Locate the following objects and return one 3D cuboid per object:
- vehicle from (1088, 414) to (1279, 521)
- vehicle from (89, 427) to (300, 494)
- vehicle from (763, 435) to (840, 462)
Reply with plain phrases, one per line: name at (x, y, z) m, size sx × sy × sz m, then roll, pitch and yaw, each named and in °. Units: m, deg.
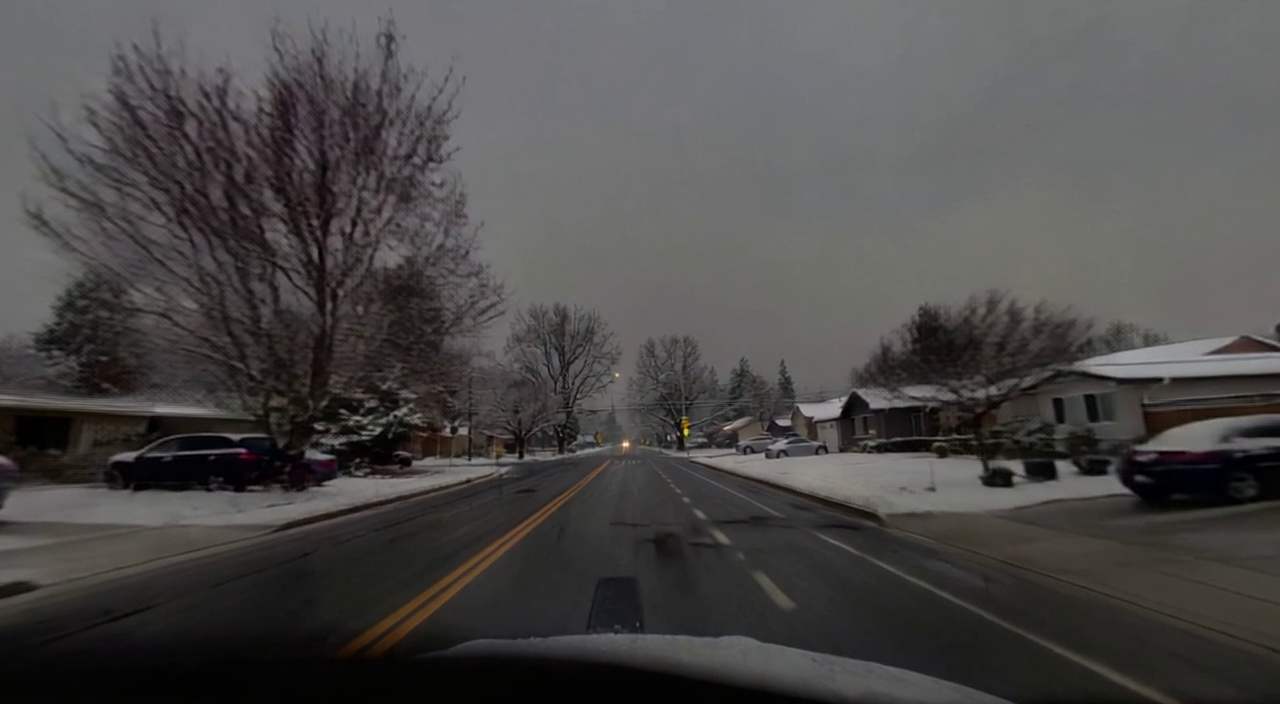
vehicle at (10.763, 1.839, 10.747) m, size 4.751 × 1.518 × 1.885 m, roll -4°, pitch -9°, yaw -1°
vehicle at (-12.835, 3.139, 18.441) m, size 4.549 × 1.802 × 2.081 m, roll 0°, pitch -9°, yaw 2°
vehicle at (10.776, 6.462, 42.349) m, size 4.493 × 1.493 × 1.926 m, roll -3°, pitch -8°, yaw -4°
